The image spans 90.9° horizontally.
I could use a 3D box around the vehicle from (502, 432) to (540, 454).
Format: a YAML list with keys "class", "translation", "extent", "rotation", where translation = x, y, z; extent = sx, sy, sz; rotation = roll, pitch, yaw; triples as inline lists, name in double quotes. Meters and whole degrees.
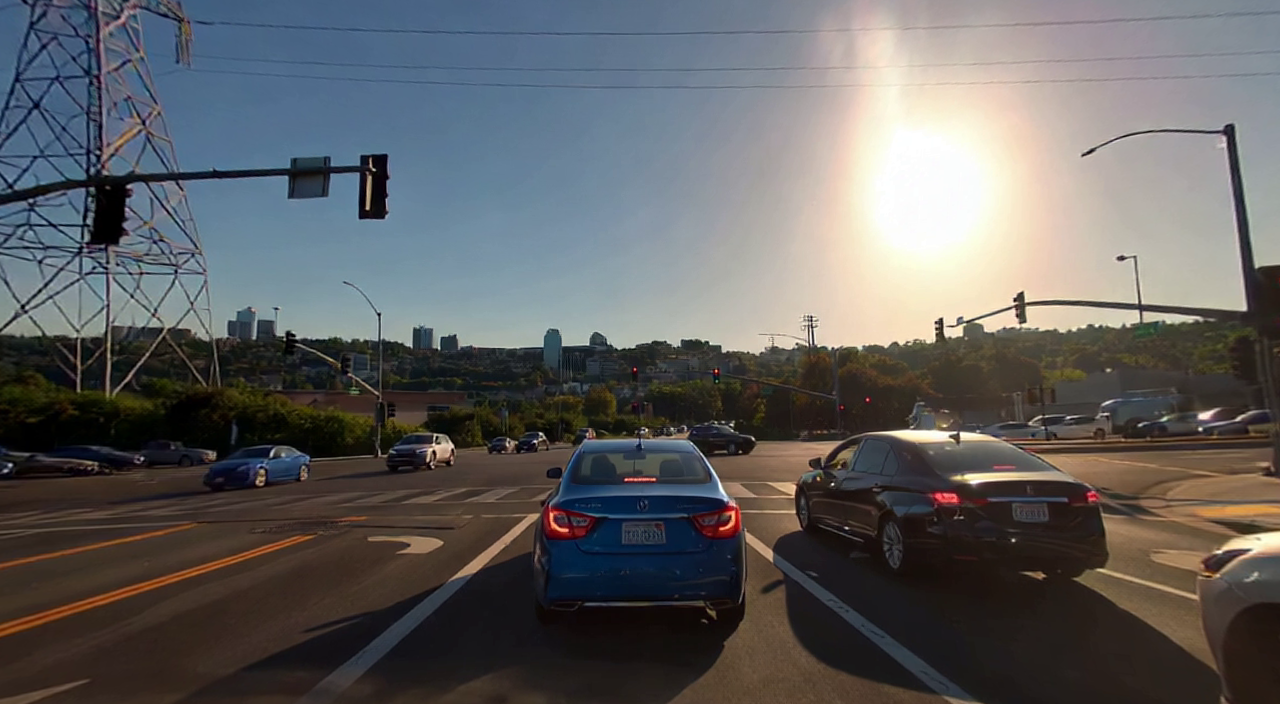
- class: "vehicle"
  translation: [-8.825, 6.821, 47.060]
  extent: [1.910, 1.537, 4.123]
  rotation: [-1, -8, 3]

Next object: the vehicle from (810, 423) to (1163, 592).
- class: "vehicle"
  translation: [3.643, 1.684, 7.722]
  extent: [1.835, 1.473, 4.190]
  rotation: [0, -8, -2]

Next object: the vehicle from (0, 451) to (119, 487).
- class: "vehicle"
  translation: [-25.941, 5.113, 27.739]
  extent: [4.263, 1.464, 1.895]
  rotation: [0, -8, -1]

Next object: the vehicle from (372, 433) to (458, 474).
- class: "vehicle"
  translation: [-9.452, 4.298, 26.927]
  extent: [1.910, 1.597, 4.334]
  rotation: [-1, -8, 2]

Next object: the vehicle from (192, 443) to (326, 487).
- class: "vehicle"
  translation: [-14.171, 4.197, 23.820]
  extent: [2.089, 1.464, 4.520]
  rotation: [-1, -8, 2]

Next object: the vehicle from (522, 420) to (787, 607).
- class: "vehicle"
  translation: [0.103, 1.597, 7.127]
  extent: [2.117, 1.474, 4.036]
  rotation: [0, -8, 0]

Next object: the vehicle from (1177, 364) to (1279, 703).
- class: "vehicle"
  translation: [3.403, 0.590, 0.628]
  extent: [1.926, 1.614, 4.330]
  rotation: [0, -8, 1]
